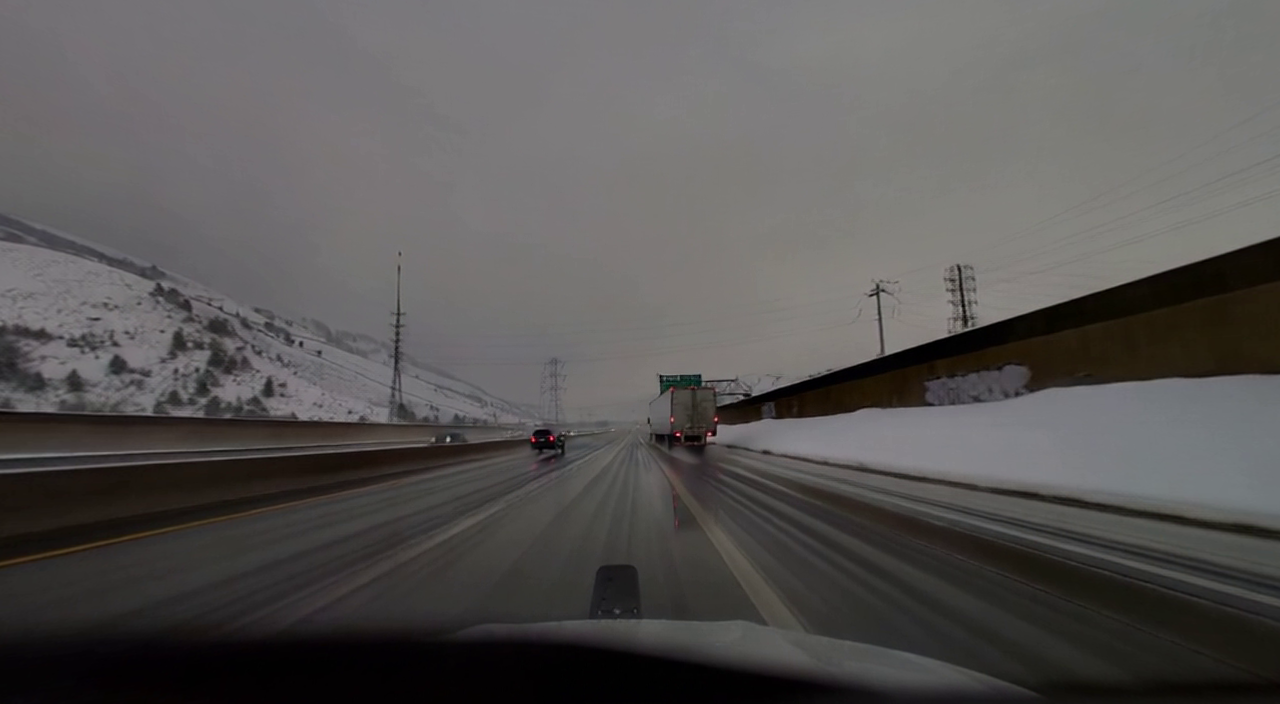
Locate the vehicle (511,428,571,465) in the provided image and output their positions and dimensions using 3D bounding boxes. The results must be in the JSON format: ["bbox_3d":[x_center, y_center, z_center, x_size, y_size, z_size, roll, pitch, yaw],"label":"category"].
[{"bbox_3d":[-4.281,4.160,27.909,1.965,1.486,4.448,0,-8,0],"label":"vehicle"}]

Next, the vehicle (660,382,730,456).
[{"bbox_3d":[2.993,4.201,38.127,3.060,3.842,11.095,0,-8,-1],"label":"vehicle"}]
